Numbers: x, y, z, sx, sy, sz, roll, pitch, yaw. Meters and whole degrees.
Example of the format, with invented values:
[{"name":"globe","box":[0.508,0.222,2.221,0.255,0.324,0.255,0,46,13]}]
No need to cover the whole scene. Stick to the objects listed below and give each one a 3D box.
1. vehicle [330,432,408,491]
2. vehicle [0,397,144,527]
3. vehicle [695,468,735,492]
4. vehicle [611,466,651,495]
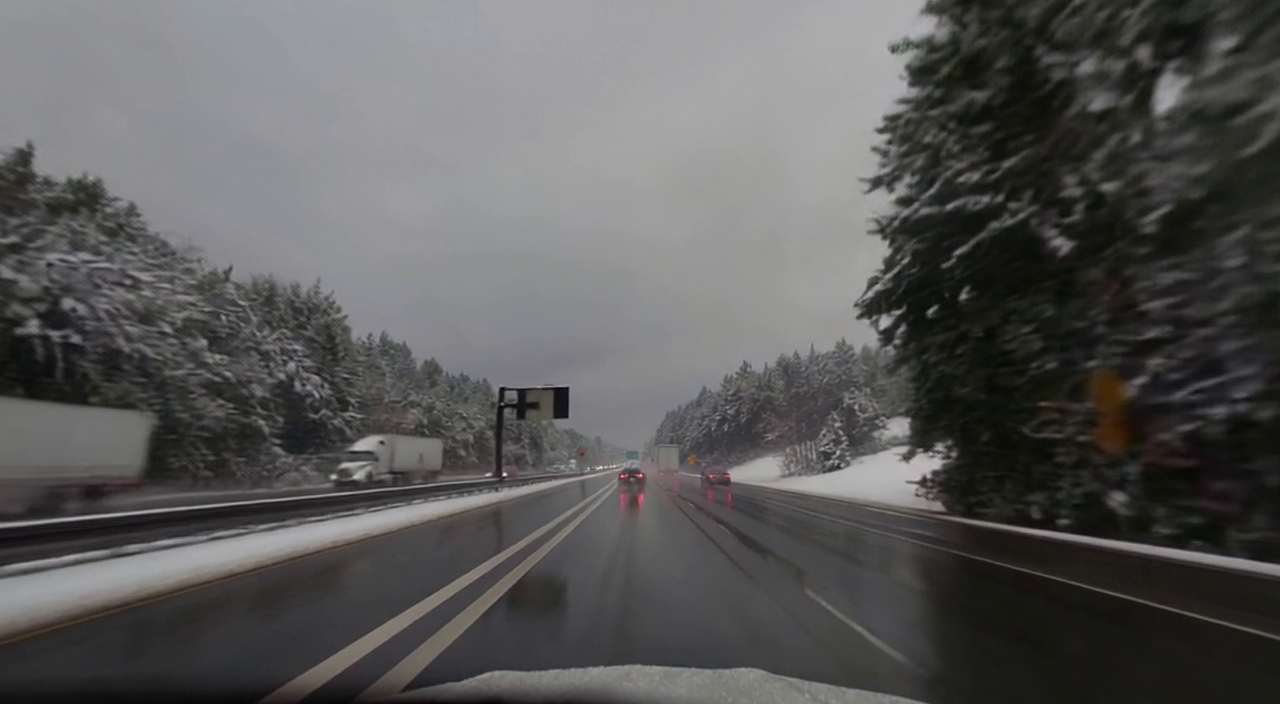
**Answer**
[{"name":"vehicle","box":[-19.764,8.081,46.422,2.911,4.025,5.844,1,-10,0]},{"name":"vehicle","box":[-20.354,3.024,17.468,3.000,3.760,12.315,1,-10,1]},{"name":"vehicle","box":[4.835,8.297,41.018,1.897,1.476,4.334,1,-10,-2]},{"name":"vehicle","box":[-0.485,6.823,33.630,2.010,1.436,3.973,1,-10,-1]}]
